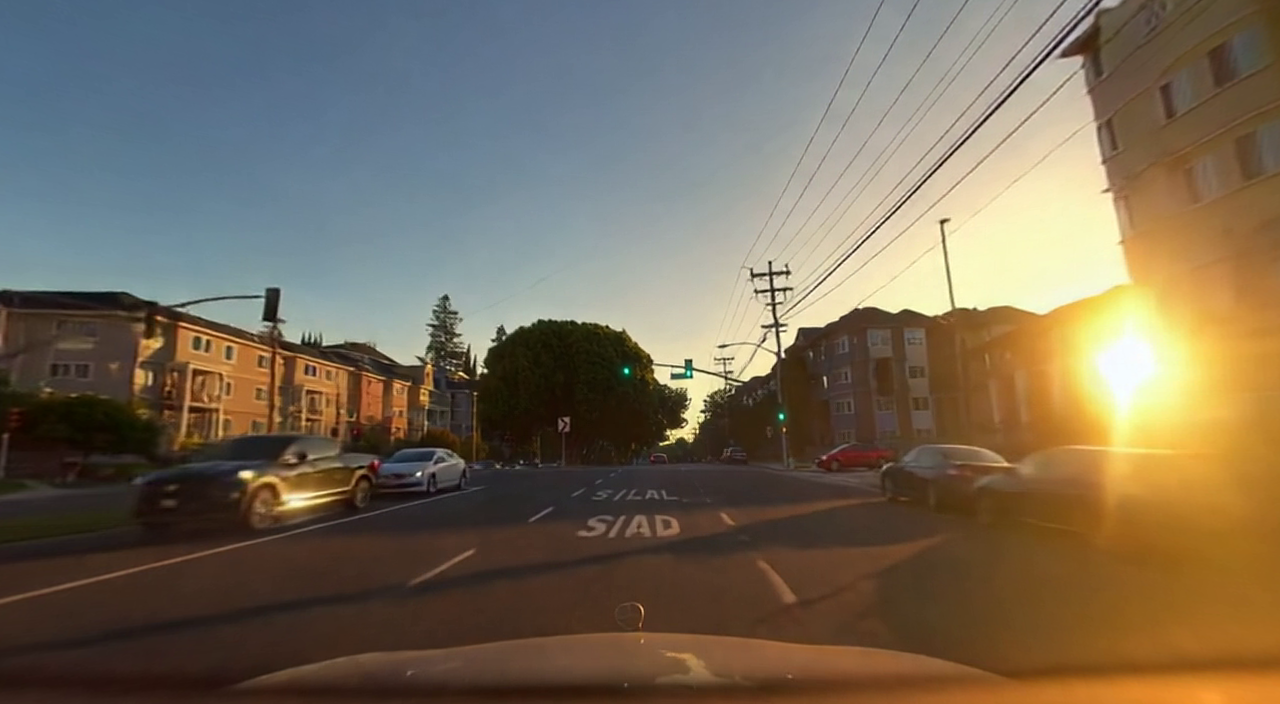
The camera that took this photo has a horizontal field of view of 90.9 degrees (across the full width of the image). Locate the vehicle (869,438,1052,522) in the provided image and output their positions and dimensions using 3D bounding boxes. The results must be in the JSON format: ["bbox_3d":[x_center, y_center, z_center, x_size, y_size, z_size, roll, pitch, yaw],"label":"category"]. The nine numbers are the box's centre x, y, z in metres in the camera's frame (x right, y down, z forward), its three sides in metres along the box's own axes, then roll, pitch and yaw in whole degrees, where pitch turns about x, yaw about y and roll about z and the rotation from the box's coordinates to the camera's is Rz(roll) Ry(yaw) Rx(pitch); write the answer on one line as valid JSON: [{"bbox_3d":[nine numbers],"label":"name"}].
[{"bbox_3d":[6.606,2.632,13.591,1.838,1.496,4.064,-1,-8,1],"label":"vehicle"}]

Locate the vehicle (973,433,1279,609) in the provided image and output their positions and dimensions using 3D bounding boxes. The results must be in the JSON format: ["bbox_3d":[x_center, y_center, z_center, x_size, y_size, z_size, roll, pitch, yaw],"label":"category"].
[{"bbox_3d":[6.159,1.748,7.656,1.839,1.461,4.645,-1,-8,2],"label":"vehicle"}]

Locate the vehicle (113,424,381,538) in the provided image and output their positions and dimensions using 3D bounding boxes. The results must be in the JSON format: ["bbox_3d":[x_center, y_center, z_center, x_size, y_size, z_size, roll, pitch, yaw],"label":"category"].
[{"bbox_3d":[-7.347,2.429,12.633,2.074,1.794,4.832,-1,-8,3],"label":"vehicle"}]

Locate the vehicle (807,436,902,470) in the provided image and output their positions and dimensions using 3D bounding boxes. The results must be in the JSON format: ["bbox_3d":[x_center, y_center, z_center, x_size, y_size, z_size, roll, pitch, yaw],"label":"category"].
[{"bbox_3d":[10.772,5.102,31.964,4.171,1.654,1.919,-1,-8,5],"label":"vehicle"}]

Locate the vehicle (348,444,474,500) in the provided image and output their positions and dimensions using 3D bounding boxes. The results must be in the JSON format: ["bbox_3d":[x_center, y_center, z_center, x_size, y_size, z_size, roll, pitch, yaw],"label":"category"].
[{"bbox_3d":[-6.863,3.618,19.534,1.953,1.471,4.744,-1,-8,2],"label":"vehicle"}]
